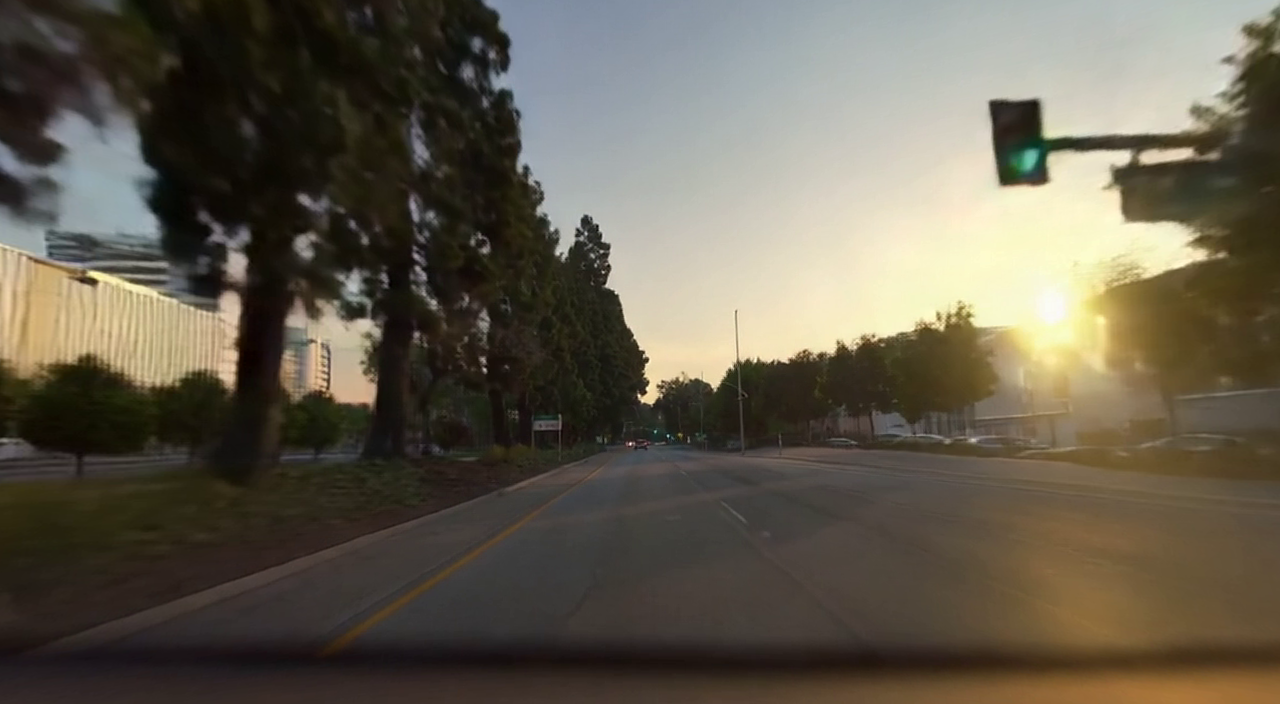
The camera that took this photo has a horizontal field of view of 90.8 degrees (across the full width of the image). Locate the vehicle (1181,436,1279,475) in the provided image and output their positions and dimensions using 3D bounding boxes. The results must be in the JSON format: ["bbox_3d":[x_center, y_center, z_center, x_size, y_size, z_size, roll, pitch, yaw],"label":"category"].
[{"bbox_3d":[24.575,4.185,25.701,1.579,1.419,3.726,-2,-9,-4],"label":"vehicle"}]
